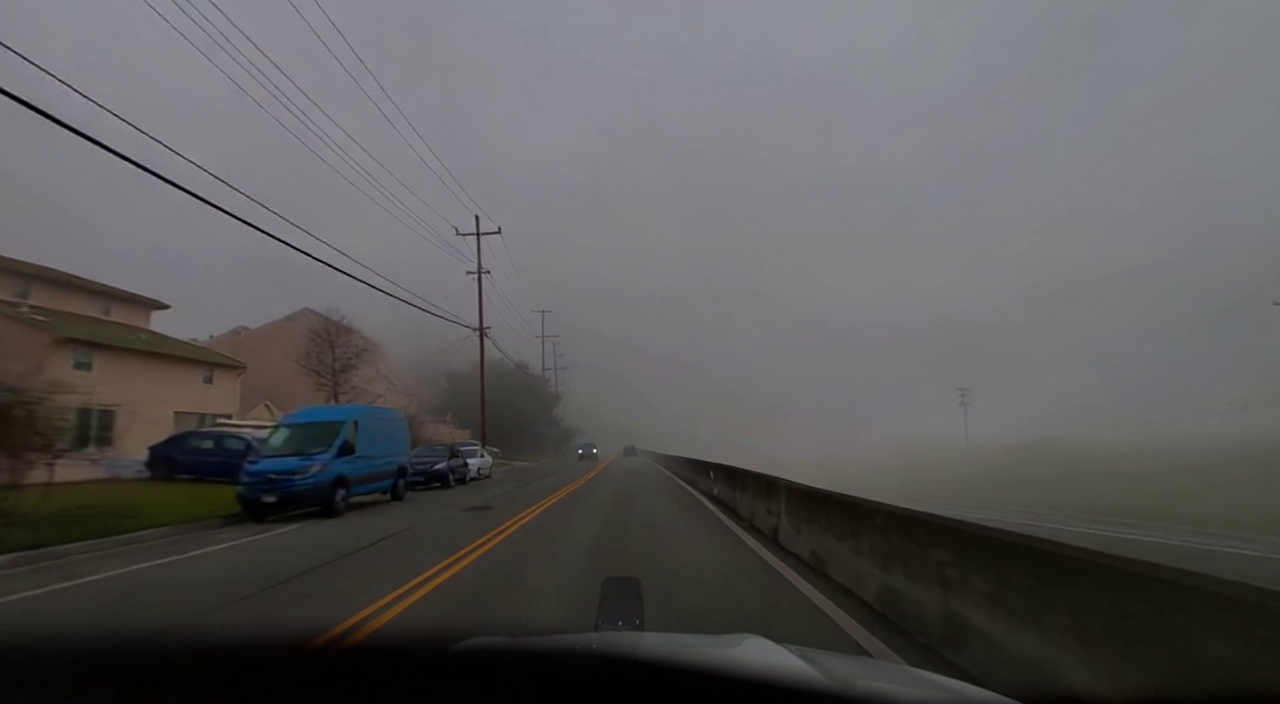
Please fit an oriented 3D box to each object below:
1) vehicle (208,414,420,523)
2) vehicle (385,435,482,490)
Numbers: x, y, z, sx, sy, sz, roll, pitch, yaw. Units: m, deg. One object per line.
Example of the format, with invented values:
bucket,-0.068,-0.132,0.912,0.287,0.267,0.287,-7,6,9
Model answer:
vehicle,-7.447,2.710,15.351,2.335,2.136,5.328,0,-8,-1
vehicle,-7.290,3.977,22.854,1.920,1.681,4.490,3,-9,0
